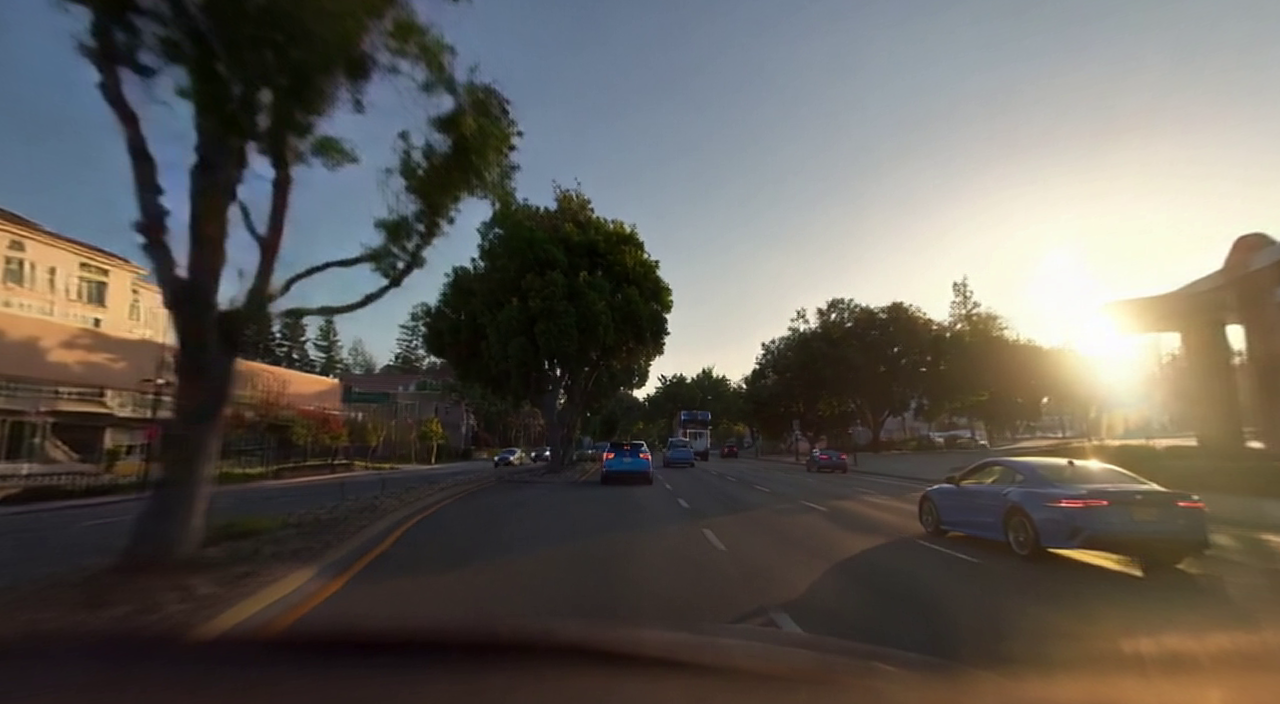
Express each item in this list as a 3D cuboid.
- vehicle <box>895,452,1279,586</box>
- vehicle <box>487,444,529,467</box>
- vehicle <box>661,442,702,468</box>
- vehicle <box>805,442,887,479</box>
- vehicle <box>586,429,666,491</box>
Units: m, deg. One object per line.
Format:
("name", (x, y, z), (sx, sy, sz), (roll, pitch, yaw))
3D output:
("vehicle", (5.550, 2.016, 8.542), (2.258, 1.294, 4.312), (0, -9, -2))
("vehicle", (-9.502, 7.469, 45.737), (1.989, 1.542, 4.435), (0, -9, 1))
("vehicle", (2.396, 6.072, 37.401), (2.078, 1.471, 4.142), (0, -9, -1))
("vehicle", (8.876, 4.695, 27.626), (2.045, 1.484, 4.342), (0, -9, -1))
("vehicle", (-0.458, 3.404, 20.209), (2.266, 1.762, 4.131), (0, -9, -2))
